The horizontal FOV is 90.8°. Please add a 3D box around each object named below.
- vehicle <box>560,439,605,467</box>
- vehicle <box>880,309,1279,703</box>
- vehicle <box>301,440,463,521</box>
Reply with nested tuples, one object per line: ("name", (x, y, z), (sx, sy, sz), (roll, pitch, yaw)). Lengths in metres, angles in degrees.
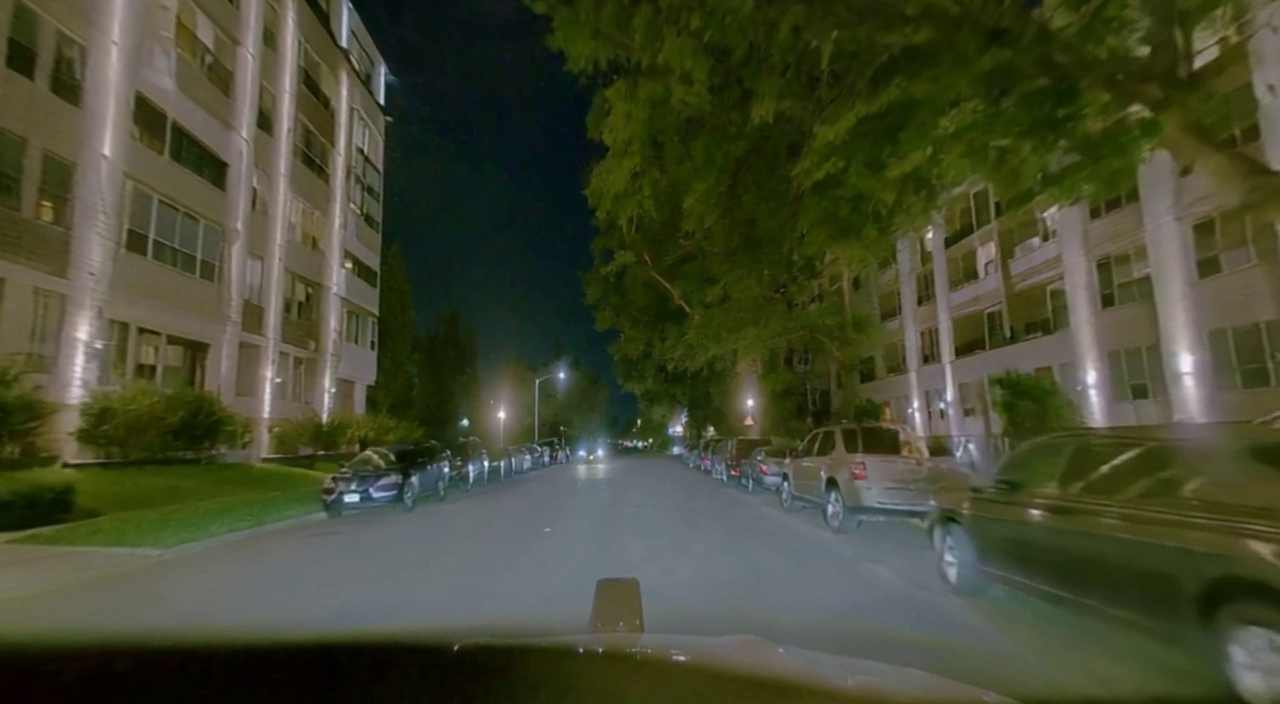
("vehicle", (-3.198, 5.676, 35.717), (1.939, 1.504, 4.121), (0, -8, 3))
("vehicle", (3.392, 0.941, 3.834), (1.835, 1.809, 4.997), (0, -8, -1))
("vehicle", (-5.458, 2.721, 14.070), (1.647, 1.481, 4.433), (0, -8, 1))
